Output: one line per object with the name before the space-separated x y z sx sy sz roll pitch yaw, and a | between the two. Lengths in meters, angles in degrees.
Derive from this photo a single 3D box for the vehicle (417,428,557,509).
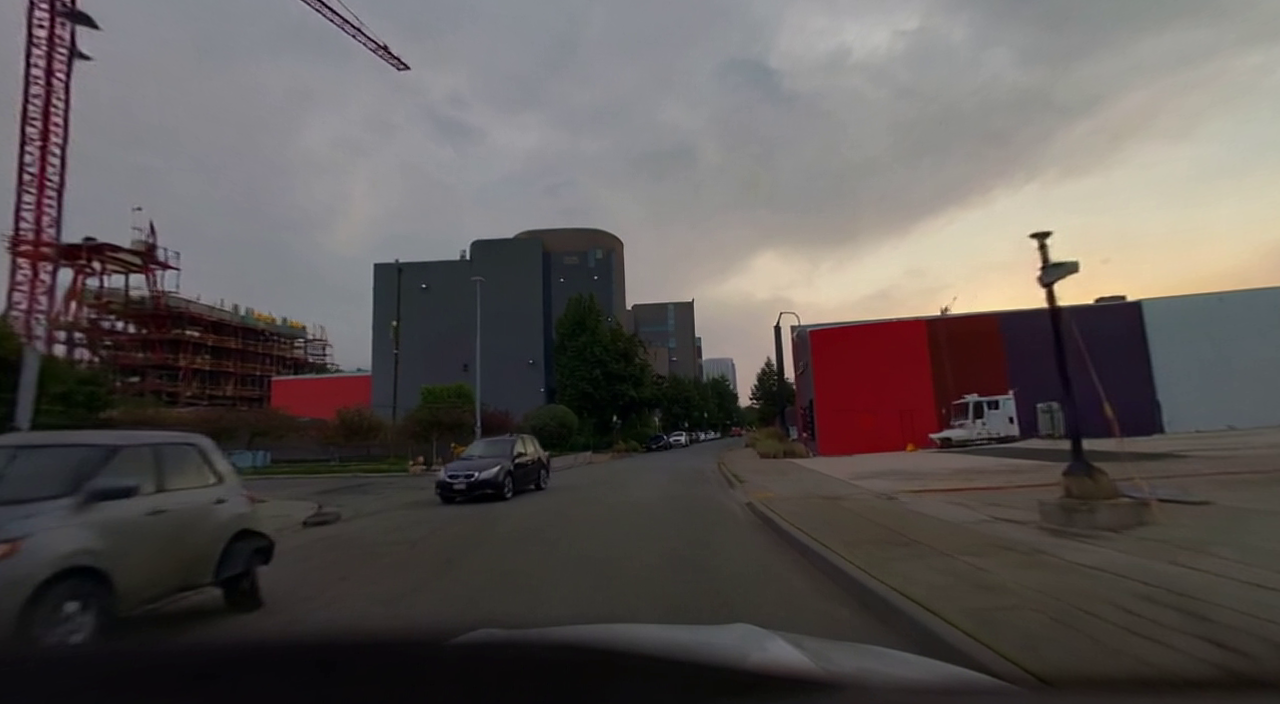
vehicle | -3.469 2.706 15.243 1.967 1.646 4.192 -1 -8 6

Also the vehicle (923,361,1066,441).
vehicle | 19.280 2.992 35.306 3.031 3.863 9.734 -1 -8 5

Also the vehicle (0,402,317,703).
vehicle | -3.902 1.229 4.299 1.736 1.610 2.874 -1 -8 3
